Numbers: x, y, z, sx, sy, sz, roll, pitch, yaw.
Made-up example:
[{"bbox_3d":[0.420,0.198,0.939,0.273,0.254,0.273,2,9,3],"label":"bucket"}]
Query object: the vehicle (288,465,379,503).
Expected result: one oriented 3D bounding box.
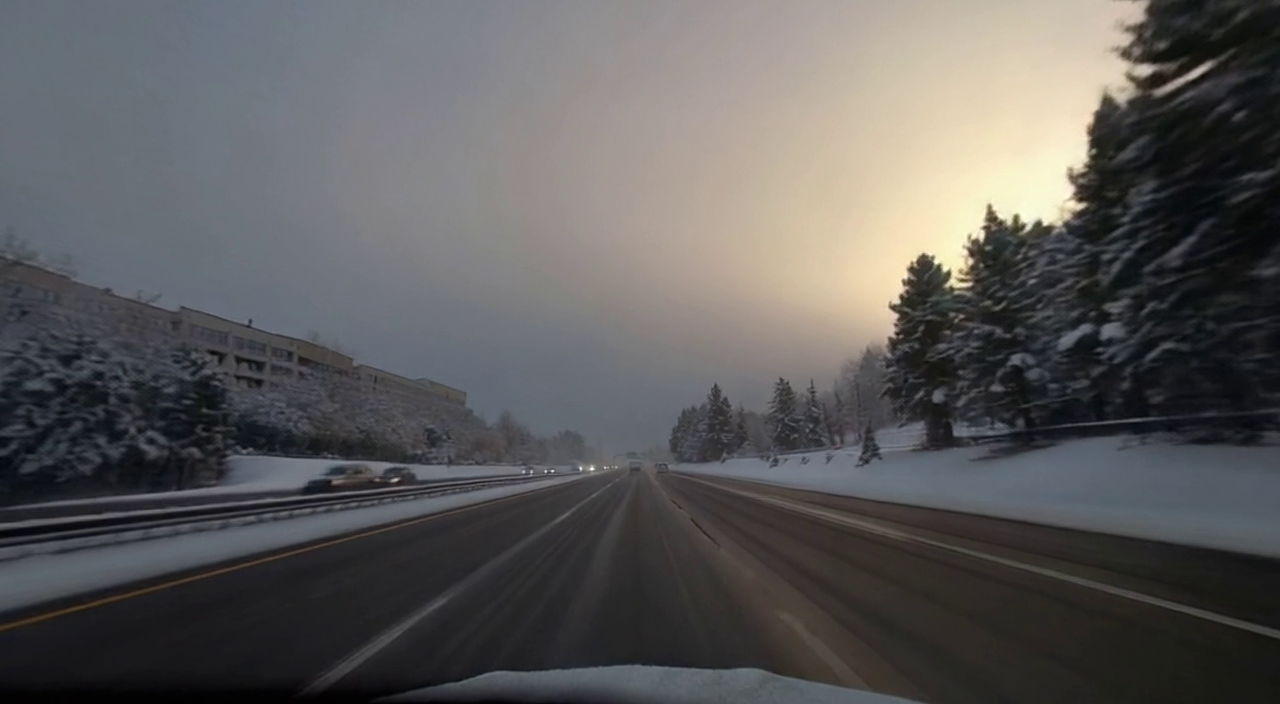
[{"bbox_3d":[-12.632,5.466,26.255,1.830,1.421,3.937,1,-10,0],"label":"vehicle"}]
